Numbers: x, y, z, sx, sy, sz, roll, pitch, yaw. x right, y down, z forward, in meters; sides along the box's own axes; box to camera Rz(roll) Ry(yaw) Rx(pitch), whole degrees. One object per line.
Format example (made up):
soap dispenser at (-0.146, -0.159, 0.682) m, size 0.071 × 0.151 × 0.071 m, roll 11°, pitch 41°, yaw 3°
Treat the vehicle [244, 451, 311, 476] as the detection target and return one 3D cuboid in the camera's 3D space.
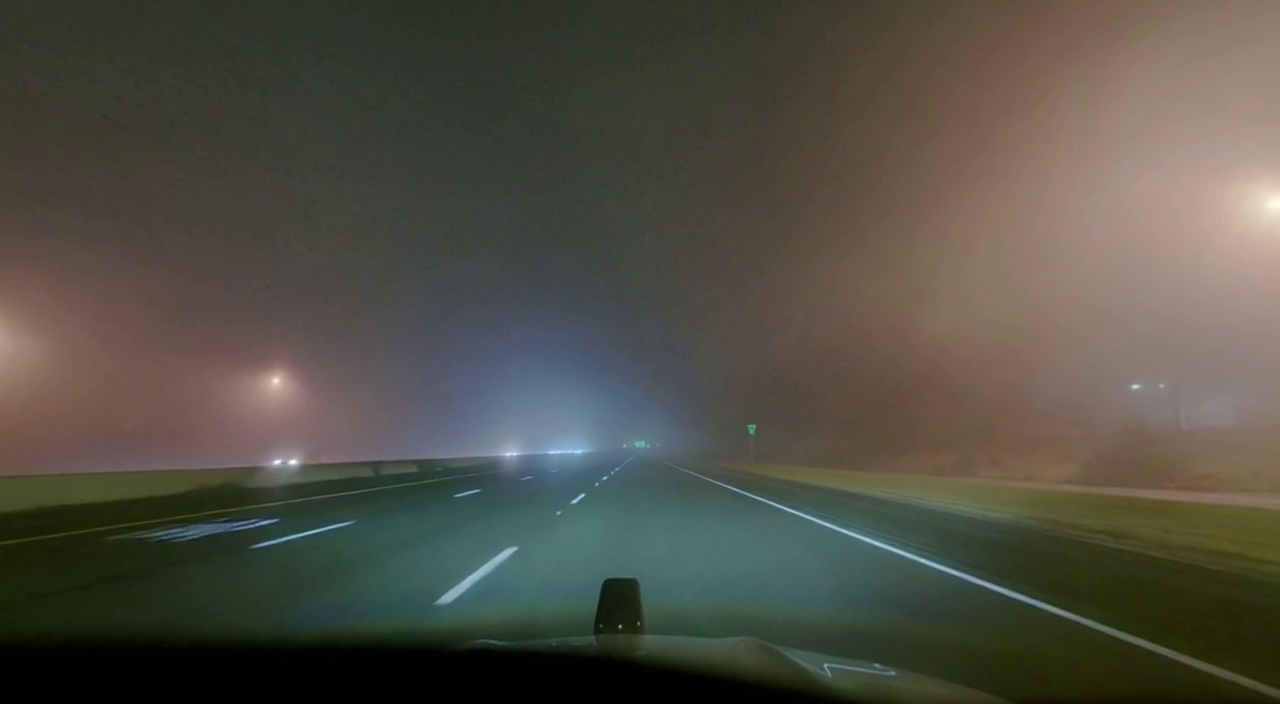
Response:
vehicle at (-24.949, 7.662, 43.532) m, size 1.918 × 1.596 × 4.471 m, roll 0°, pitch -9°, yaw 2°
